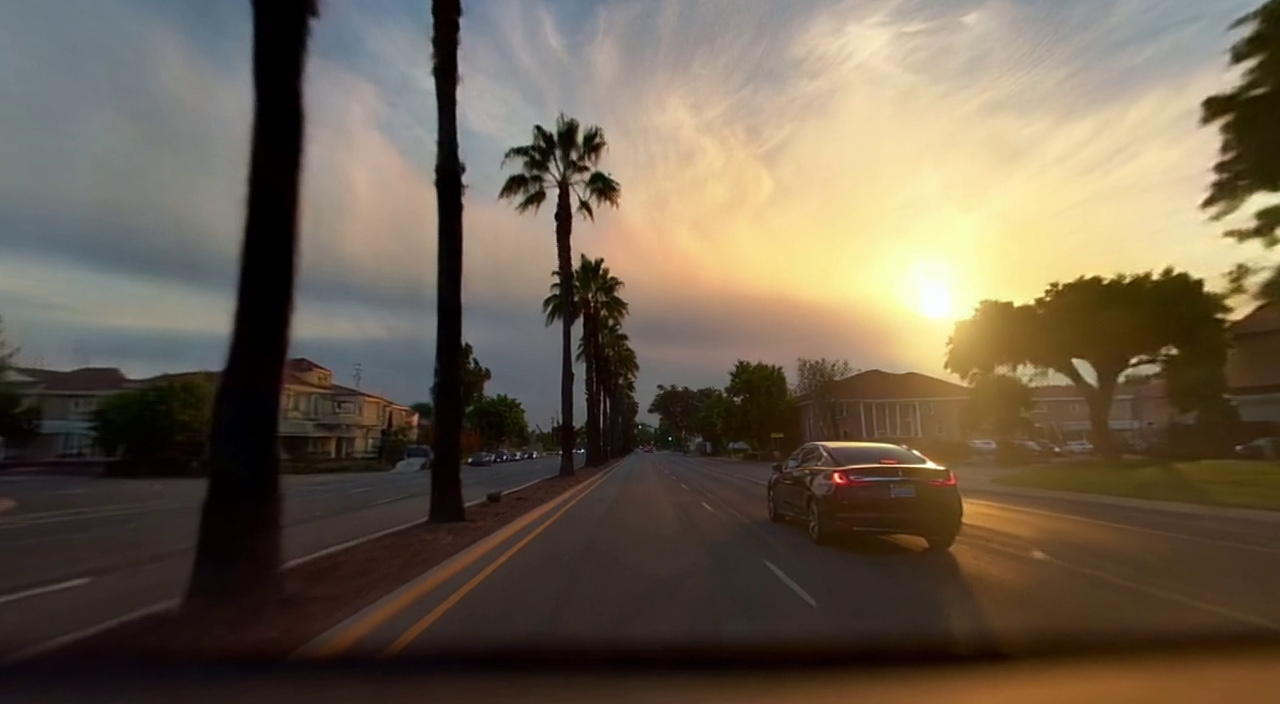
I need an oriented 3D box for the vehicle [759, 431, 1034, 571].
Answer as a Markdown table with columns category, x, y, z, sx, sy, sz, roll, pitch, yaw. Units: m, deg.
| category | x | y | z | sx | sy | sz | roll | pitch | yaw |
| --- | --- | --- | --- | --- | --- | --- | --- | --- | --- |
| vehicle | 3.223 | 1.965 | 9.222 | 1.989 | 1.492 | 4.689 | 0 | -9 | -1 |
